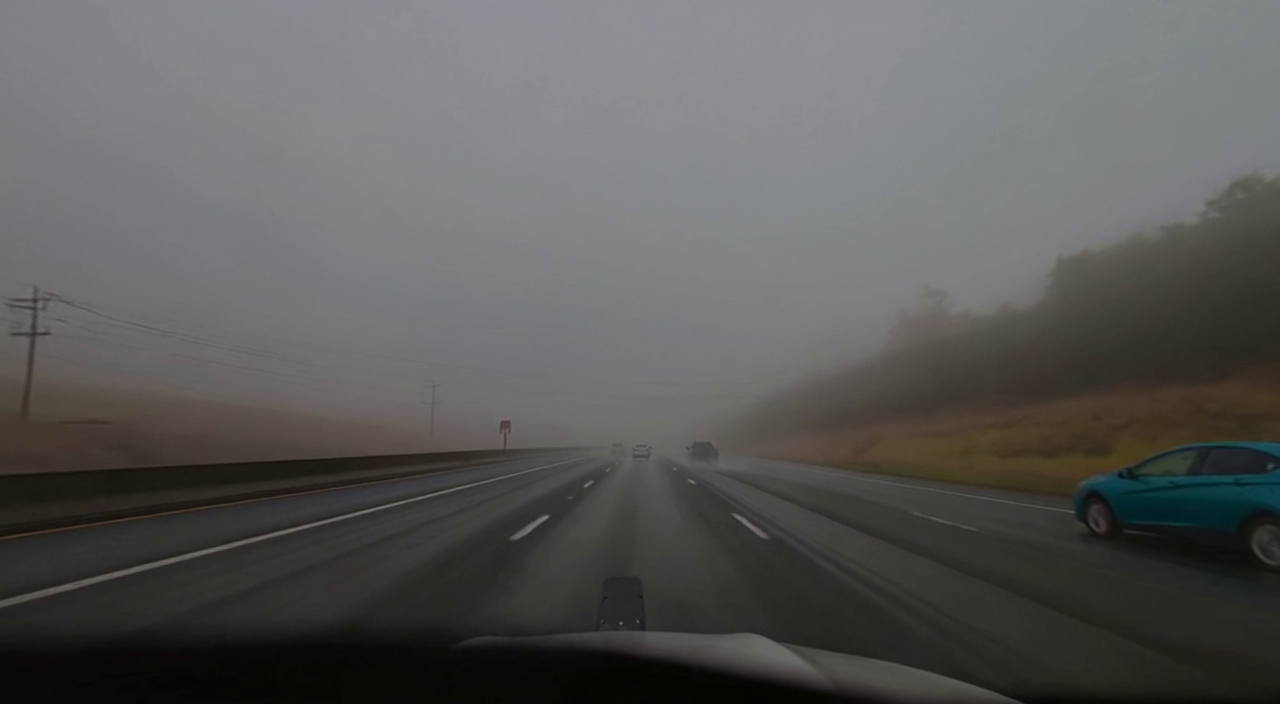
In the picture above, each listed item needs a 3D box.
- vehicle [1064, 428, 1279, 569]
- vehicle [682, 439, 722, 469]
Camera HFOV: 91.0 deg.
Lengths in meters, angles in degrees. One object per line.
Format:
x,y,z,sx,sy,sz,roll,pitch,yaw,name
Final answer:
8.087,1.799,8.076,1.970,1.545,4.818,0,-8,0,vehicle
3.941,6.538,40.697,2.159,1.782,4.673,0,-8,1,vehicle
